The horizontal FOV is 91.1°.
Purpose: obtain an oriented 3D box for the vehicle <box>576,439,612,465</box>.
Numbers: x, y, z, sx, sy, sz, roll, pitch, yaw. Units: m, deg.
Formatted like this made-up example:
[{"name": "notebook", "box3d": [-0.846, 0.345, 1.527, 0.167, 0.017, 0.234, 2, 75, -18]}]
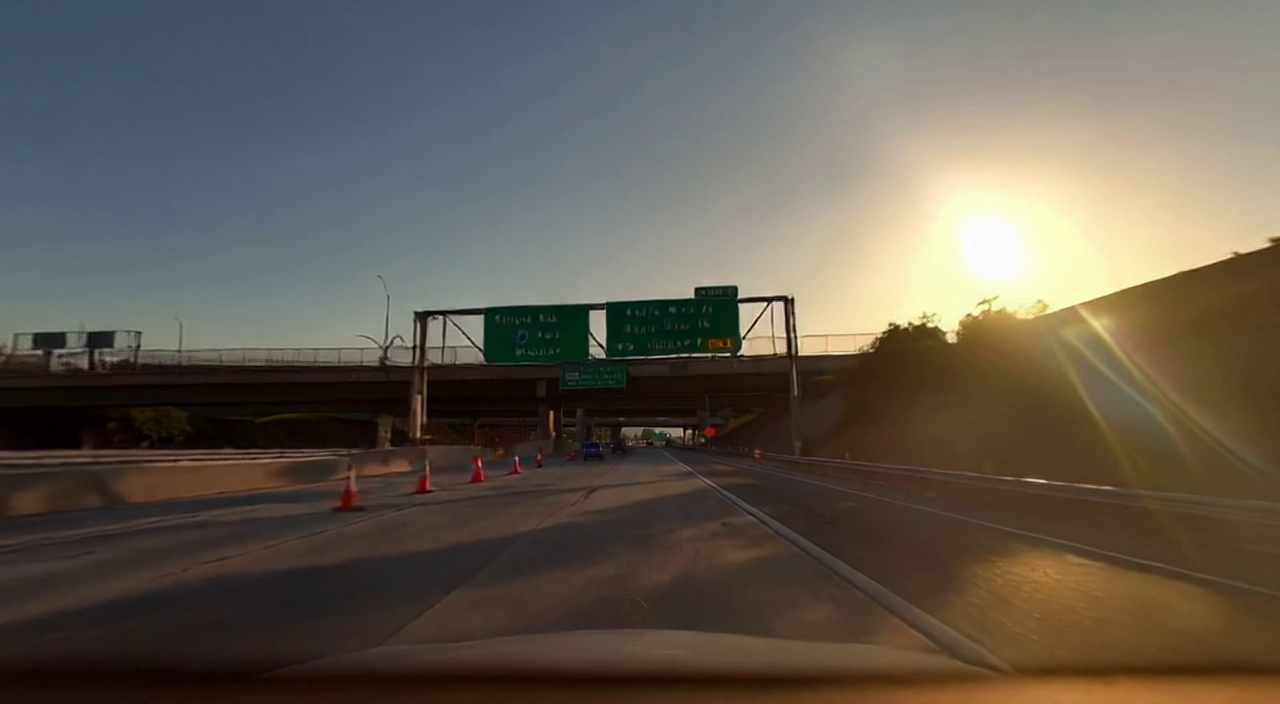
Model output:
[{"name": "vehicle", "box3d": [-3.062, 6.774, 42.750, 2.078, 1.629, 4.059, 0, -8, 1]}]
